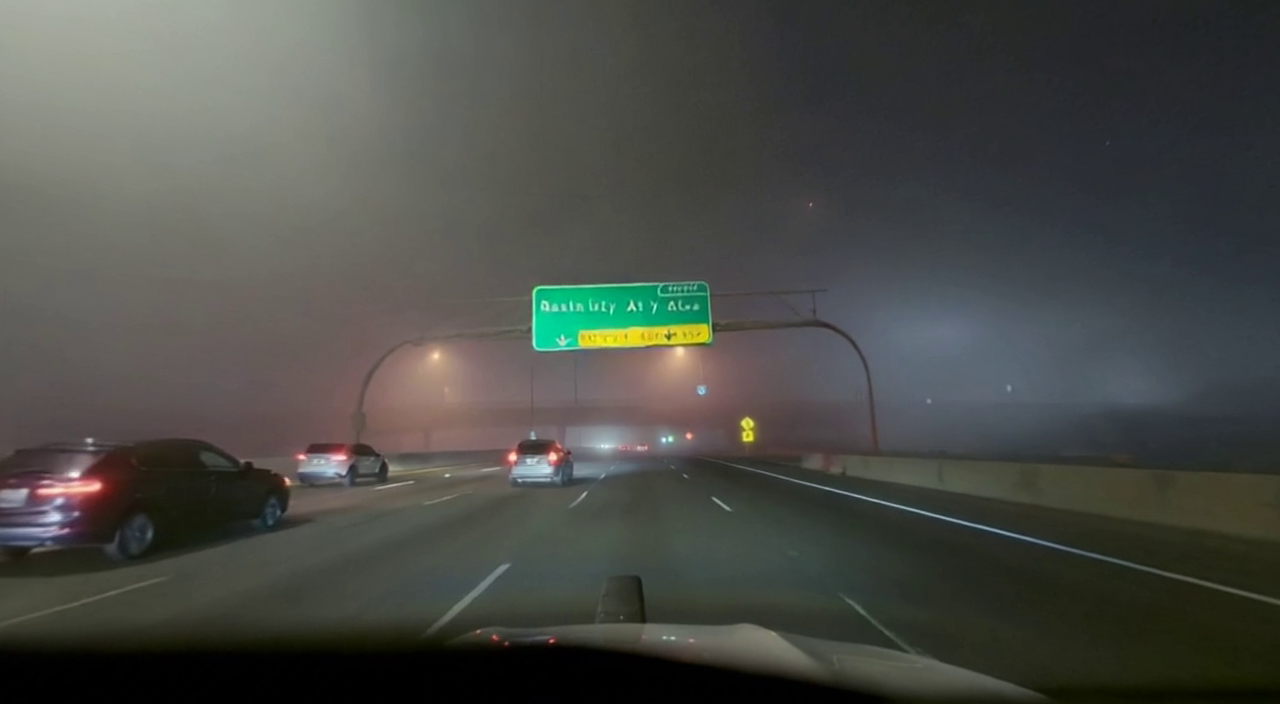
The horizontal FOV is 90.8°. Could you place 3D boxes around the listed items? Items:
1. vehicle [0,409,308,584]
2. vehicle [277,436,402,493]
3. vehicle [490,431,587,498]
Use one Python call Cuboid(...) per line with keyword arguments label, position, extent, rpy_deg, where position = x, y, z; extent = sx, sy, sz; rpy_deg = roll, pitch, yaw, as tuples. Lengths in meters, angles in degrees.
Cuboid(label="vehicle", position=(-6.993, 1.826, 8.866), extent=(2.015, 1.762, 4.790), rpy_deg=(0, -8, 0))
Cuboid(label="vehicle", position=(-10.260, 3.849, 22.059), extent=(1.969, 1.759, 4.758), rpy_deg=(0, -8, 0))
Cuboid(label="vehicle", position=(-2.798, 3.221, 18.426), extent=(2.027, 1.697, 4.307), rpy_deg=(0, -8, 1))
